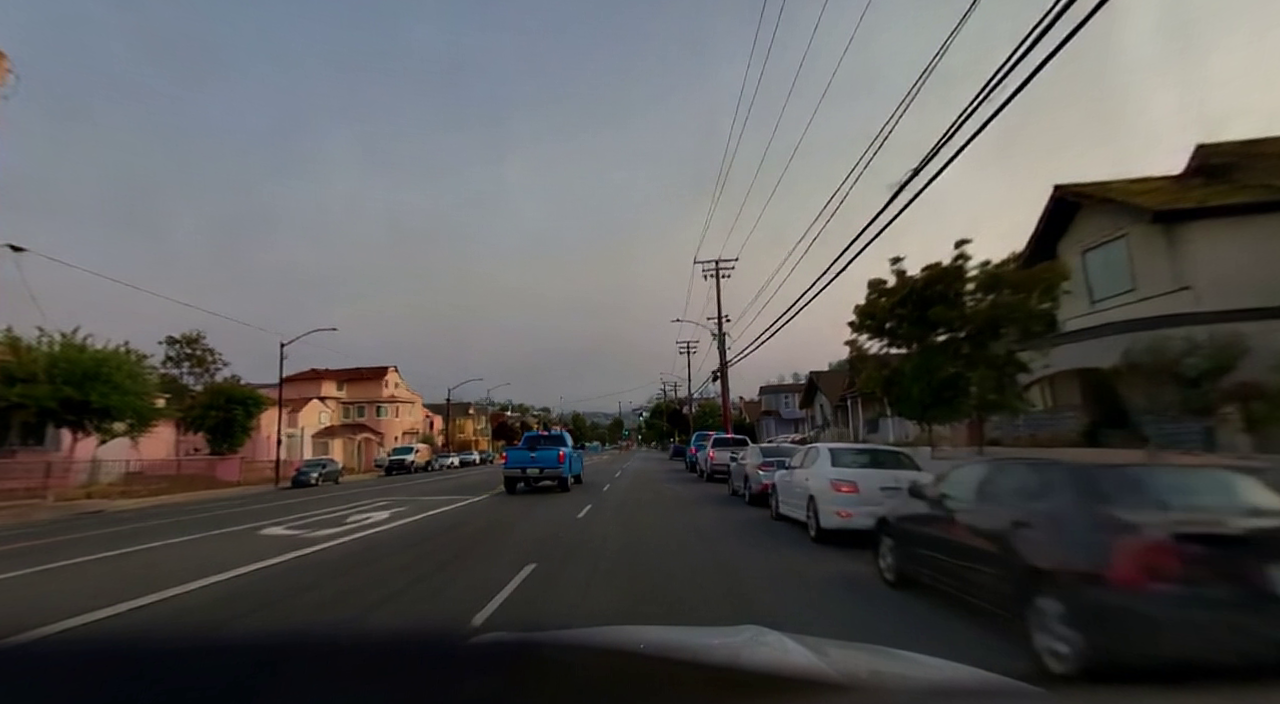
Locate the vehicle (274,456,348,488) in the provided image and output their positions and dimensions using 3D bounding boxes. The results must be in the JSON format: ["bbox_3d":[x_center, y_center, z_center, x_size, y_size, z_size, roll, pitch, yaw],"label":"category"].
[{"bbox_3d":[-18.652,6.788,35.929,1.908,1.614,4.092,-1,-9,1],"label":"vehicle"}]

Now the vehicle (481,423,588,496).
[{"bbox_3d":[-2.988,3.222,19.219,2.242,1.890,5.306,-1,-9,1],"label":"vehicle"}]

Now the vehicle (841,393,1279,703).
[{"bbox_3d":[3.089,1.217,4.340,1.951,1.475,4.827,-1,-9,2],"label":"vehicle"}]
